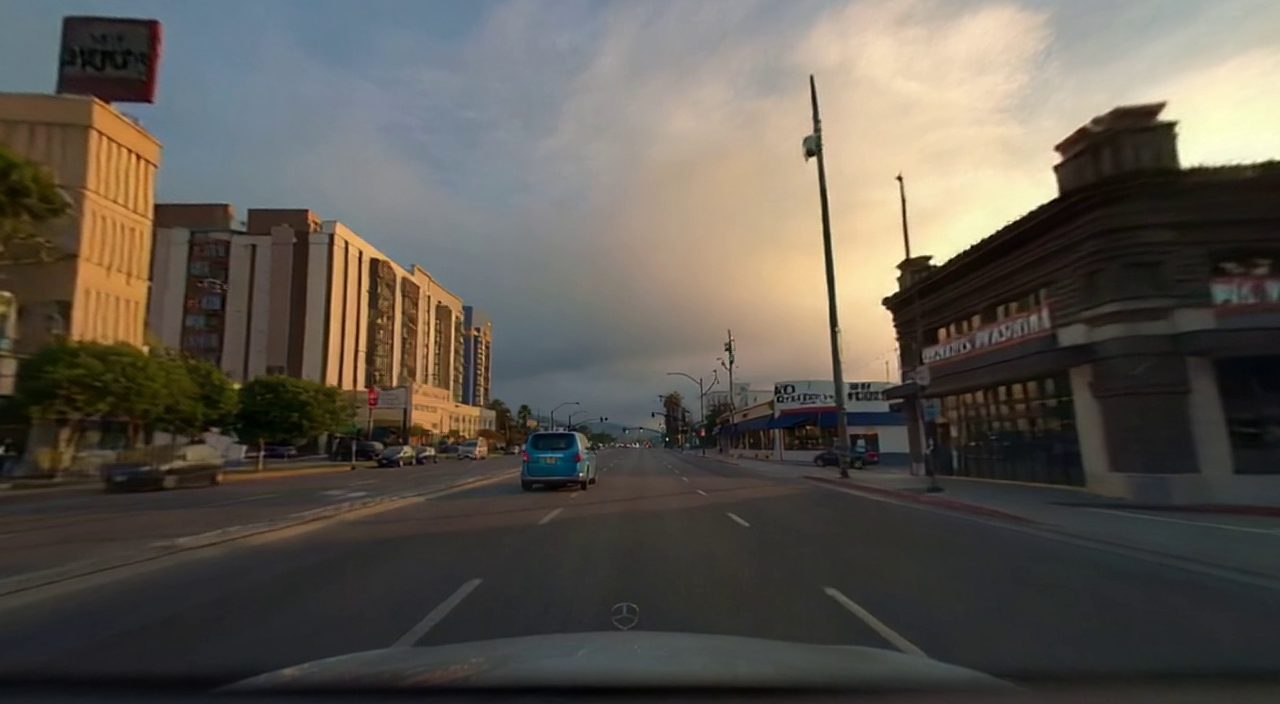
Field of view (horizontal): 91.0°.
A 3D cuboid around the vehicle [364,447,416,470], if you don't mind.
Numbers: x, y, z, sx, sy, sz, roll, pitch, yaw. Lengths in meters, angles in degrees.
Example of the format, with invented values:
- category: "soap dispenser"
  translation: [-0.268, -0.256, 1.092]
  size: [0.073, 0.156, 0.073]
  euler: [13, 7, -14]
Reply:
- category: "vehicle"
  translation: [-17.756, 7.563, 44.929]
  size: [1.852, 1.481, 4.660]
  euler: [0, -9, -1]

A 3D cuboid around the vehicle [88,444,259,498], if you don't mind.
- category: "vehicle"
  translation: [-14.498, 3.687, 19.966]
  size: [1.909, 1.490, 4.531]
  euler: [0, -9, 1]

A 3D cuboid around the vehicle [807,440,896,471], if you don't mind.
- category: "vehicle"
  translation: [14.863, 7.319, 44.651]
  size: [2.589, 1.989, 5.779]
  euler: [4, -10, -26]

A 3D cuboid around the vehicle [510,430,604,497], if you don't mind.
- category: "vehicle"
  translation: [-2.272, 3.185, 18.266]
  size: [2.080, 1.722, 3.766]
  euler: [0, -9, 2]
